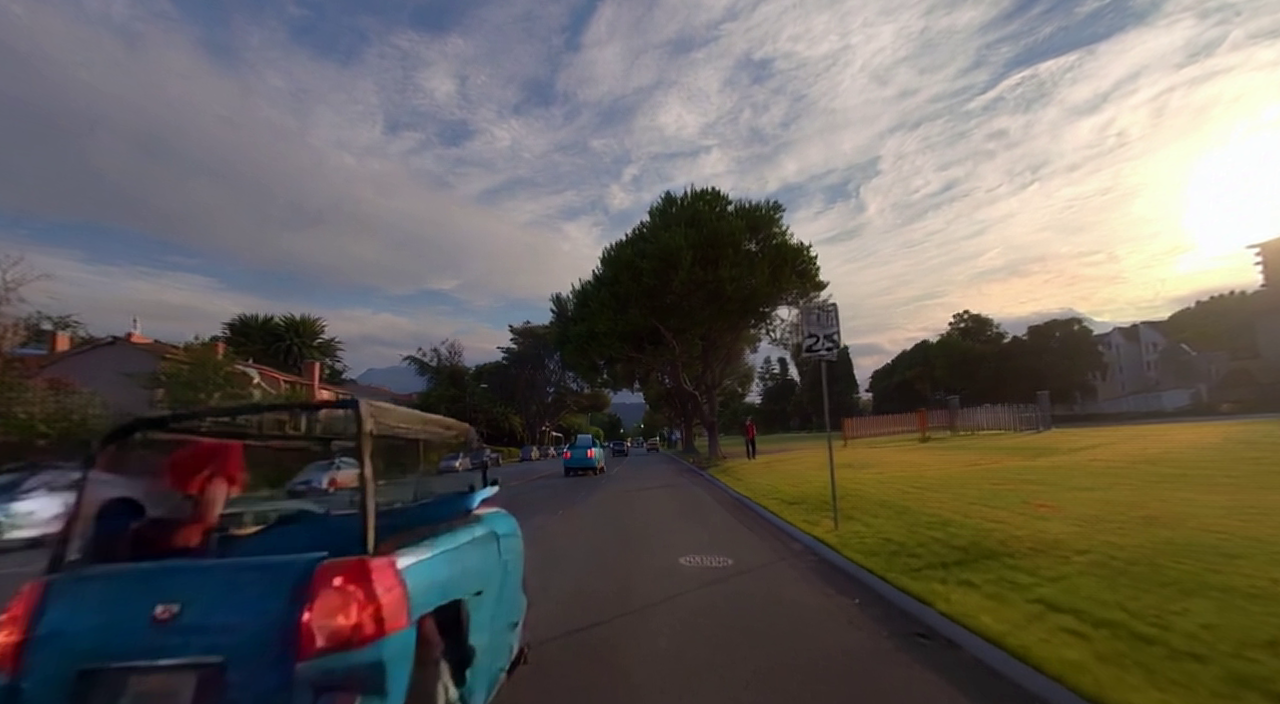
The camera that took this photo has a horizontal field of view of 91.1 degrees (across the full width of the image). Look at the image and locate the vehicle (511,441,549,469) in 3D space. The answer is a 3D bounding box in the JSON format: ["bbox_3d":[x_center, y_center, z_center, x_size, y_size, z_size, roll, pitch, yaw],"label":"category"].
[{"bbox_3d":[-8.543,8.036,49.168,2.019,1.907,4.697,-4,-8,1],"label":"vehicle"}]

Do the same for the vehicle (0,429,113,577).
[{"bbox_3d":[-8.888,1.724,6.603,2.060,1.785,5.303,-2,-8,1],"label":"vehicle"}]

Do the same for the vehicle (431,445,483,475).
[{"bbox_3d":[-11.699,6.944,40.577,1.904,1.728,4.997,1,-8,-1],"label":"vehicle"}]

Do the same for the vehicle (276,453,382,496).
[{"bbox_3d":[-12.181,4.800,24.995,1.887,1.469,4.691,-1,-9,-1],"label":"vehicle"}]

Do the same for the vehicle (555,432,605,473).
[{"bbox_3d":[-2.832,4.859,30.554,1.908,1.809,4.230,-1,-8,1],"label":"vehicle"}]

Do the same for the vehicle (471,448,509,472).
[{"bbox_3d":[-11.662,8.401,49.067,1.910,1.462,4.581,-4,-7,-1],"label":"vehicle"}]
